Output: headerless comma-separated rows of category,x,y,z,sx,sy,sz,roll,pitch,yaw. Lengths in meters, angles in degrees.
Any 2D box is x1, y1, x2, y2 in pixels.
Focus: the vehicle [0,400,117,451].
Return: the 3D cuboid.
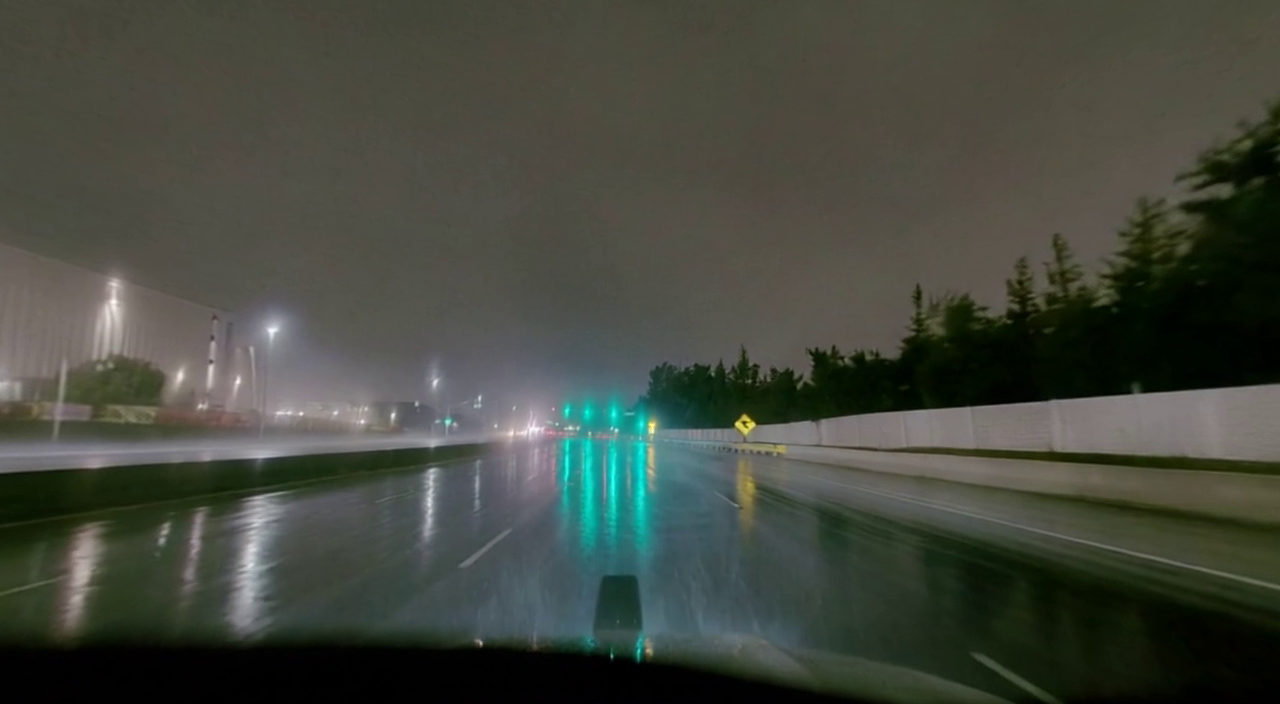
vehicle,-48.207,5.436,46.429,3.104,3.645,18.718,0,-9,0
